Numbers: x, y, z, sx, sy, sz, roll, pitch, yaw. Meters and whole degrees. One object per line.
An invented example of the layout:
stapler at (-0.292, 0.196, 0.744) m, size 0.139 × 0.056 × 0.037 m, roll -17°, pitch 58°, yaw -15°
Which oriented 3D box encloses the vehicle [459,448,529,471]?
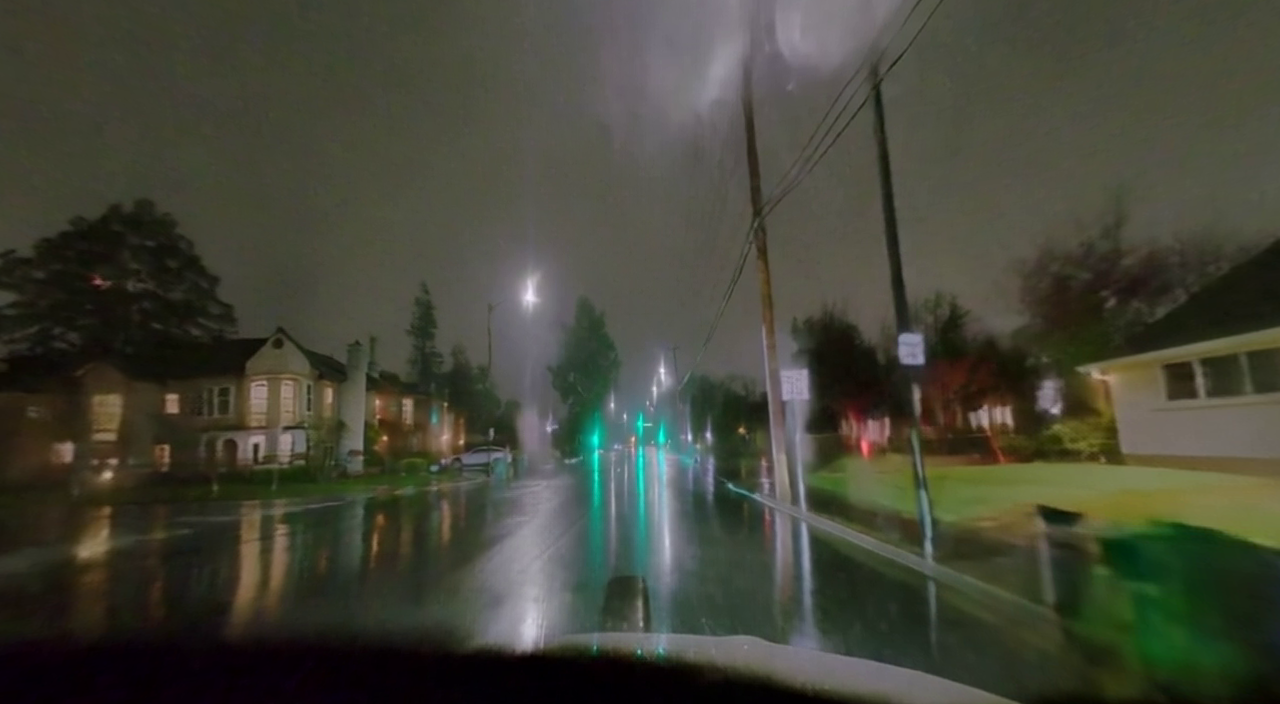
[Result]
vehicle at (-9.998, 7.296, 43.111) m, size 4.293 × 1.484 × 1.981 m, roll 4°, pitch -9°, yaw -22°
